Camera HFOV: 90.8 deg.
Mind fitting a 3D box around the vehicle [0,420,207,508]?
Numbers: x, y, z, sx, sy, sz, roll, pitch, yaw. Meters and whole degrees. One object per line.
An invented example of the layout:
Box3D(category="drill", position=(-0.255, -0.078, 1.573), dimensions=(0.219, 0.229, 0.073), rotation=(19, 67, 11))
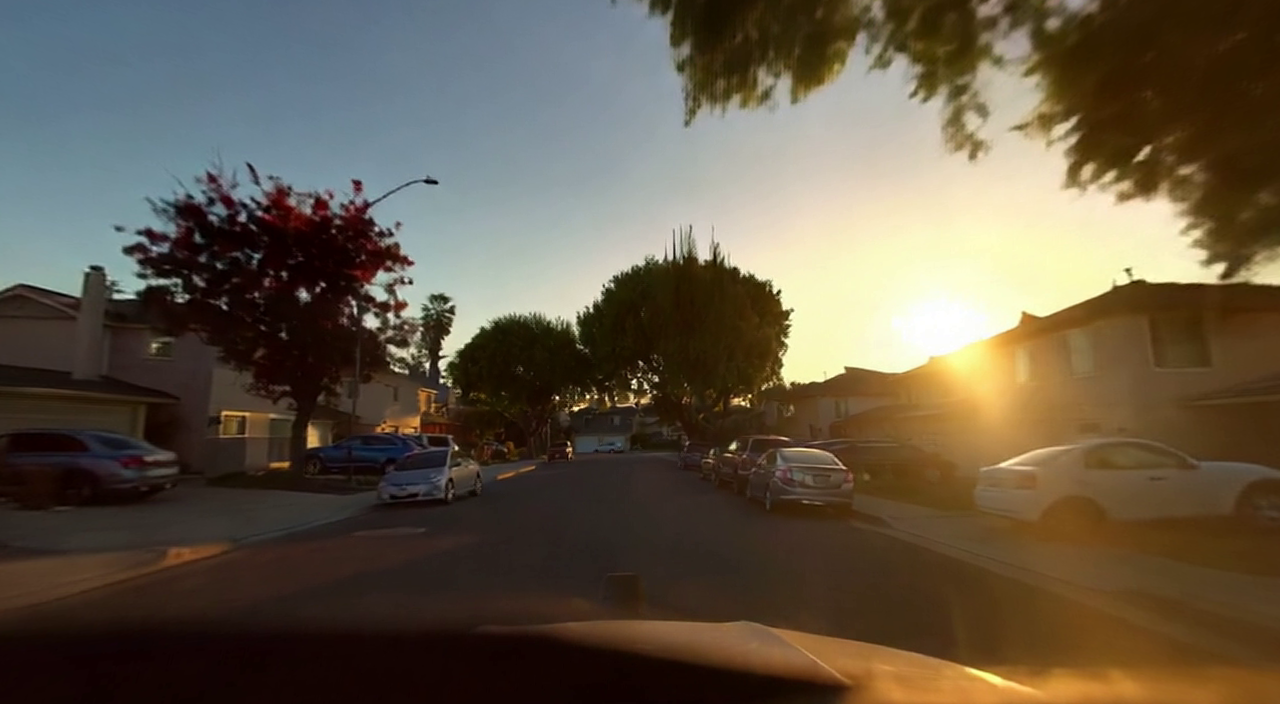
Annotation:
Box3D(category="vehicle", position=(-11.100, 2.039, 11.699), dimensions=(4.609, 1.463, 2.023), rotation=(0, -8, -3))

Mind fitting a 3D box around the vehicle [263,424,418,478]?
Box3D(category="vehicle", position=(-10.988, 3.660, 23.536), dimensions=(4.641, 1.844, 2.243), rotation=(0, -8, -6))

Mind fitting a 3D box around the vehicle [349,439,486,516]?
Box3D(category="vehicle", position=(-5.267, 2.977, 15.608), dimensions=(1.943, 1.602, 4.172), rotation=(0, -8, -1))

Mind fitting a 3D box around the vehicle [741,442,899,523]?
Box3D(category="vehicle", position=(3.752, 2.789, 14.237), dimensions=(2.042, 1.456, 4.903), rotation=(0, -8, -1))

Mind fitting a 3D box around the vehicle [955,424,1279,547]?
Box3D(category="vehicle", position=(7.322, 1.791, 8.822), dimensions=(4.818, 1.502, 1.867), rotation=(0, -8, 1))
